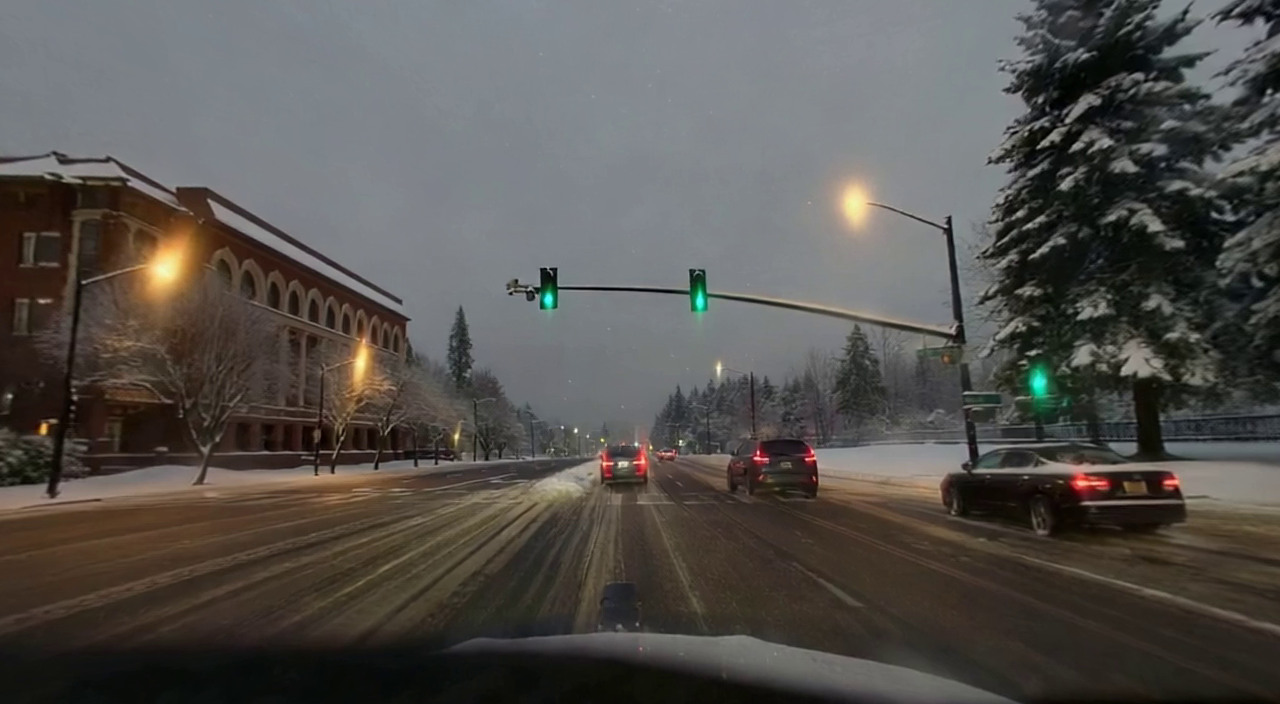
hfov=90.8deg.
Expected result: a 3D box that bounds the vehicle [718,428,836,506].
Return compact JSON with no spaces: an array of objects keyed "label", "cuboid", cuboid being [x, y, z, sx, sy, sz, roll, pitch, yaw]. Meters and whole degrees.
[{"label":"vehicle","cuboid":[3.435,2.975,16.762,2.036,1.757,4.300,0,-9,-2]}]

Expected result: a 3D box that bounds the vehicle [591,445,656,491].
[{"label":"vehicle","cuboid":[-0.578,3.973,22.002,2.054,1.446,3.969,0,-9,-1]}]

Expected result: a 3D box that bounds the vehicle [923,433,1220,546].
[{"label":"vehicle","cuboid":[6.701,2.144,10.565,1.868,1.472,4.274,0,-9,-1]}]
